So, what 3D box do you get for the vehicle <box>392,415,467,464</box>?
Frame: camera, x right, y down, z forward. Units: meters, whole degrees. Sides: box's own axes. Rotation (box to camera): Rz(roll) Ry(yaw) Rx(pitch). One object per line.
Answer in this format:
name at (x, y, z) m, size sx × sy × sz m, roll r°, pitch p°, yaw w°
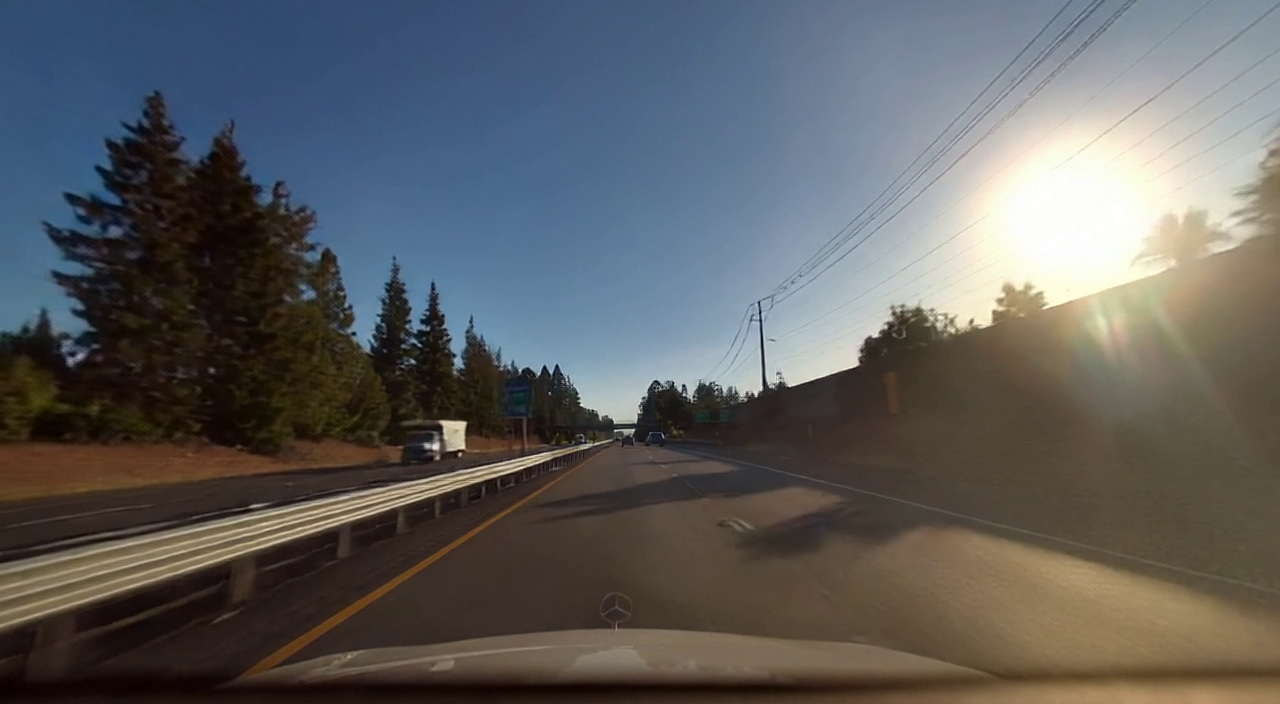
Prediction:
vehicle at (-13.509, 5.702, 41.057) m, size 2.579 × 2.887 × 6.759 m, roll 0°, pitch -8°, yaw 0°
